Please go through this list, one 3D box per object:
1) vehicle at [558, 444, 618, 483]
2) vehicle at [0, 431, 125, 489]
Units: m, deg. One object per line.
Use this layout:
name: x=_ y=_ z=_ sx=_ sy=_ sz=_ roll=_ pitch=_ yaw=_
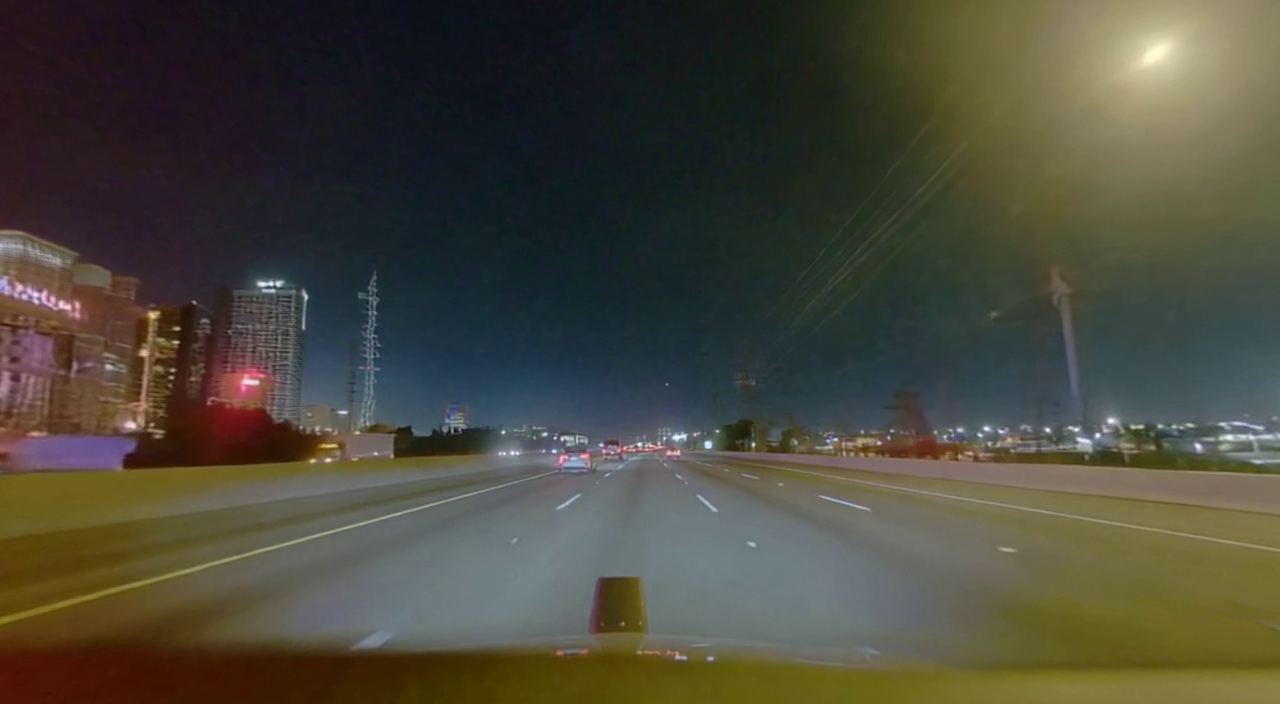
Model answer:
vehicle: x=-2.016 y=4.478 z=25.604 sx=1.891 sy=1.444 sz=3.968 roll=-1 pitch=-8 yaw=3
vehicle: x=-26.979 y=4.720 z=28.010 sx=3.012 sy=2.300 sz=6.199 roll=0 pitch=-8 yaw=-2
